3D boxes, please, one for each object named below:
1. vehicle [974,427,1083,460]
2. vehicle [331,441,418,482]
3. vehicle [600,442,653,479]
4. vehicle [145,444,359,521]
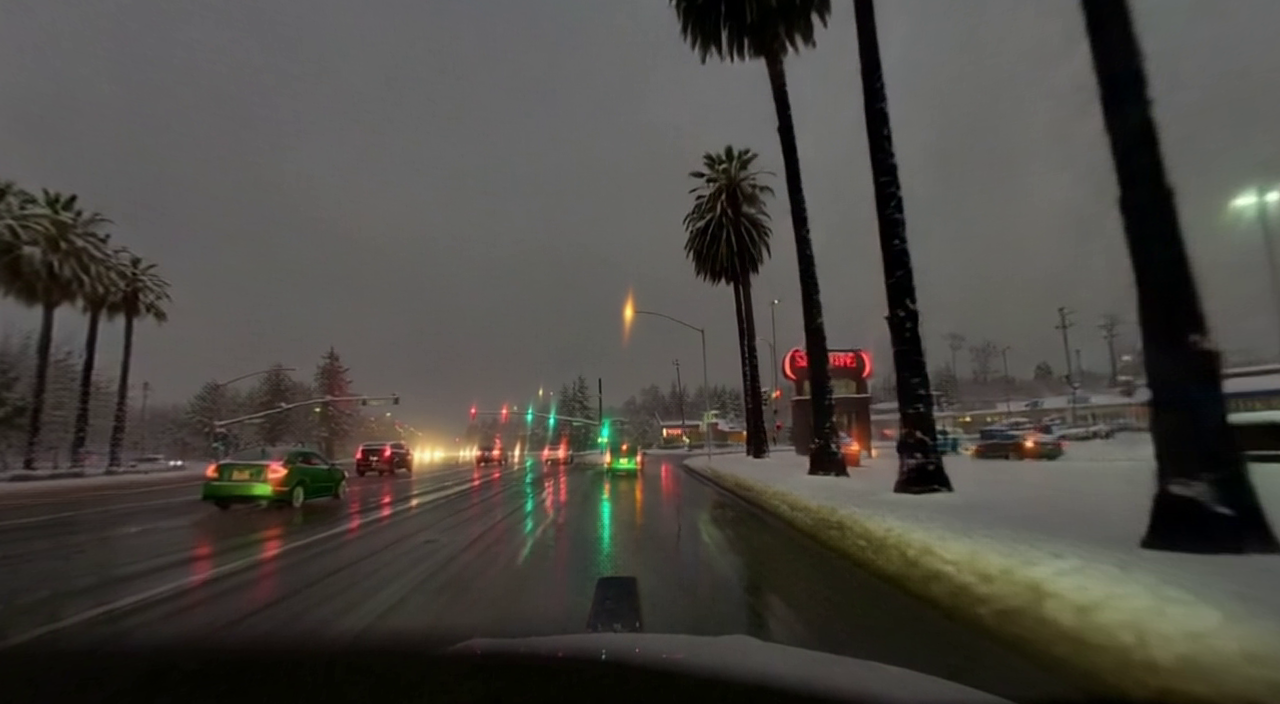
[{"bbox_3d":[18.582,4.457,30.485,1.882,1.463,4.550,1,-10,-9],"label":"vehicle"},{"bbox_3d":[-11.881,4.905,28.688,2.108,1.669,5.076,1,-9,-5],"label":"vehicle"},{"bbox_3d":[-0.500,4.809,28.256,2.070,1.493,4.570,-1,-9,3],"label":"vehicle"},{"bbox_3d":[-8.455,2.846,14.401,1.958,1.455,4.504,0,-9,1],"label":"vehicle"}]
